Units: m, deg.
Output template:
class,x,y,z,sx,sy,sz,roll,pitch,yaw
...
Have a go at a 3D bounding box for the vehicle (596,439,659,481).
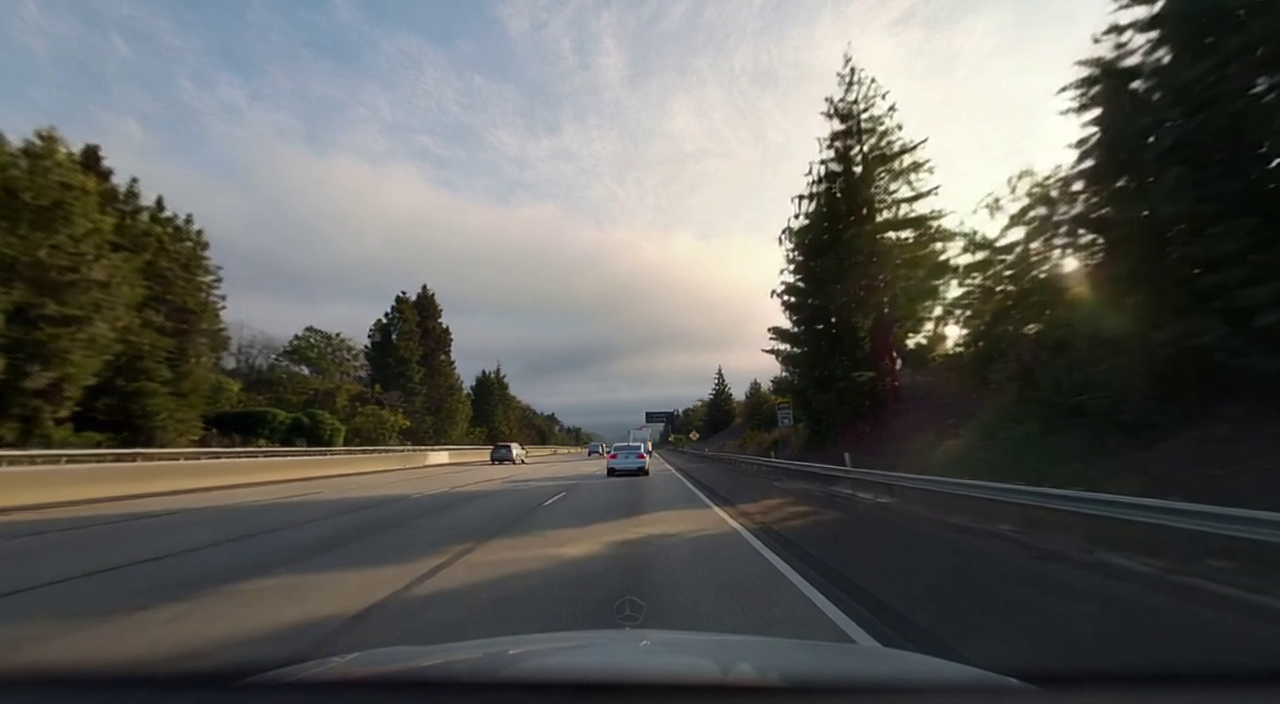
class,x,y,z,sx,sy,sz,roll,pitch,yaw
vehicle,-0.428,4.105,24.241,2.238,1.479,3.672,0,-9,0
